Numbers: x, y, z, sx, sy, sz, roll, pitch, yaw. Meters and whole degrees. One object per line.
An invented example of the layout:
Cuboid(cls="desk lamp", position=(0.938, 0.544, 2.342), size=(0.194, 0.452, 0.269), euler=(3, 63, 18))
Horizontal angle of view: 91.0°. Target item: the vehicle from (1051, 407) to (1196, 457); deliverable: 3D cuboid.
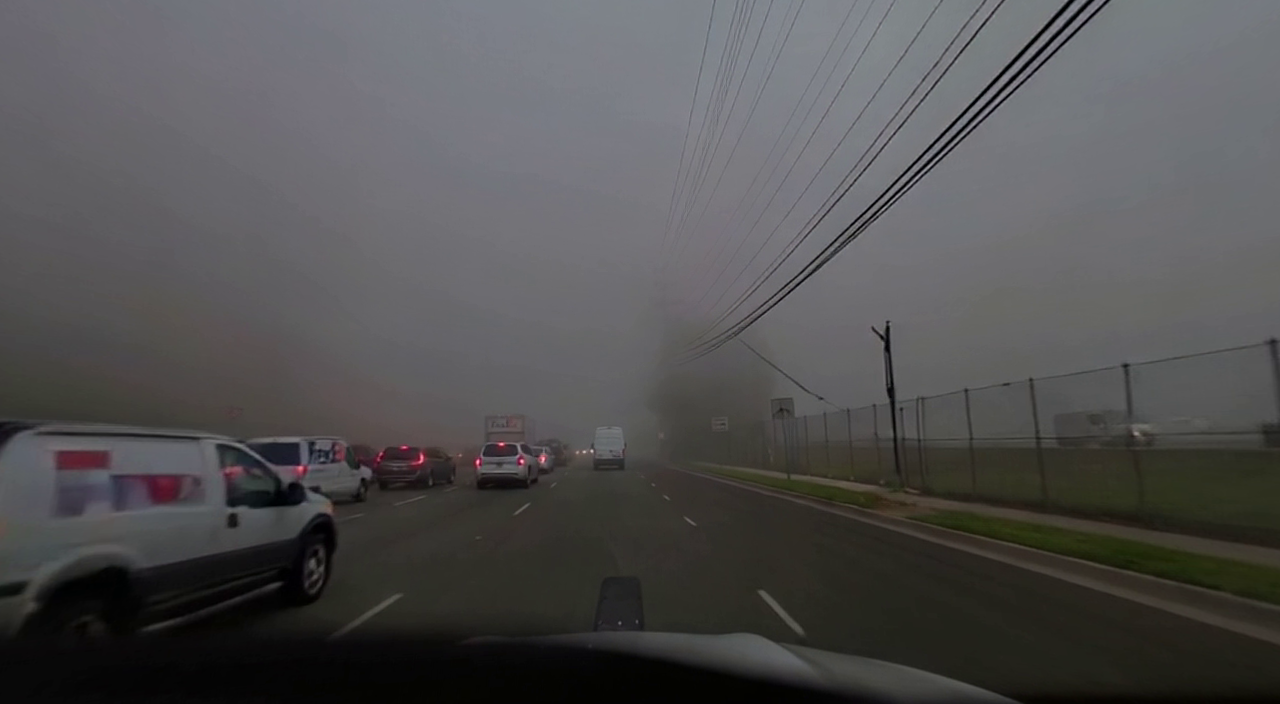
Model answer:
Cuboid(cls="vehicle", position=(30.585, 5.093, 39.988), size=(7.011, 3.014, 2.594), euler=(0, -9, -2))

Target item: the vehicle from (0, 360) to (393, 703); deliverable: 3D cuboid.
Cuboid(cls="vehicle", position=(-3.863, 1.154, 4.400), size=(2.388, 1.692, 4.684), euler=(0, -8, -1))

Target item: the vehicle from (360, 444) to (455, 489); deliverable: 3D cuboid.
Cuboid(cls="vehicle", position=(-8.651, 4.246, 23.901), size=(1.909, 1.473, 5.050), euler=(0, -8, -3))

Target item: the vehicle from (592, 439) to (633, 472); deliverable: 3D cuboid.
Cuboid(cls="vehicle", position=(-1.488, 5.540, 34.013), size=(2.055, 1.671, 4.147), euler=(0, -8, -3))

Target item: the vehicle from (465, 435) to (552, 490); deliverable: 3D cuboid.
Cuboid(cls="vehicle", position=(-4.358, 3.740, 21.705), size=(2.057, 1.673, 4.934), euler=(0, -8, -1))
